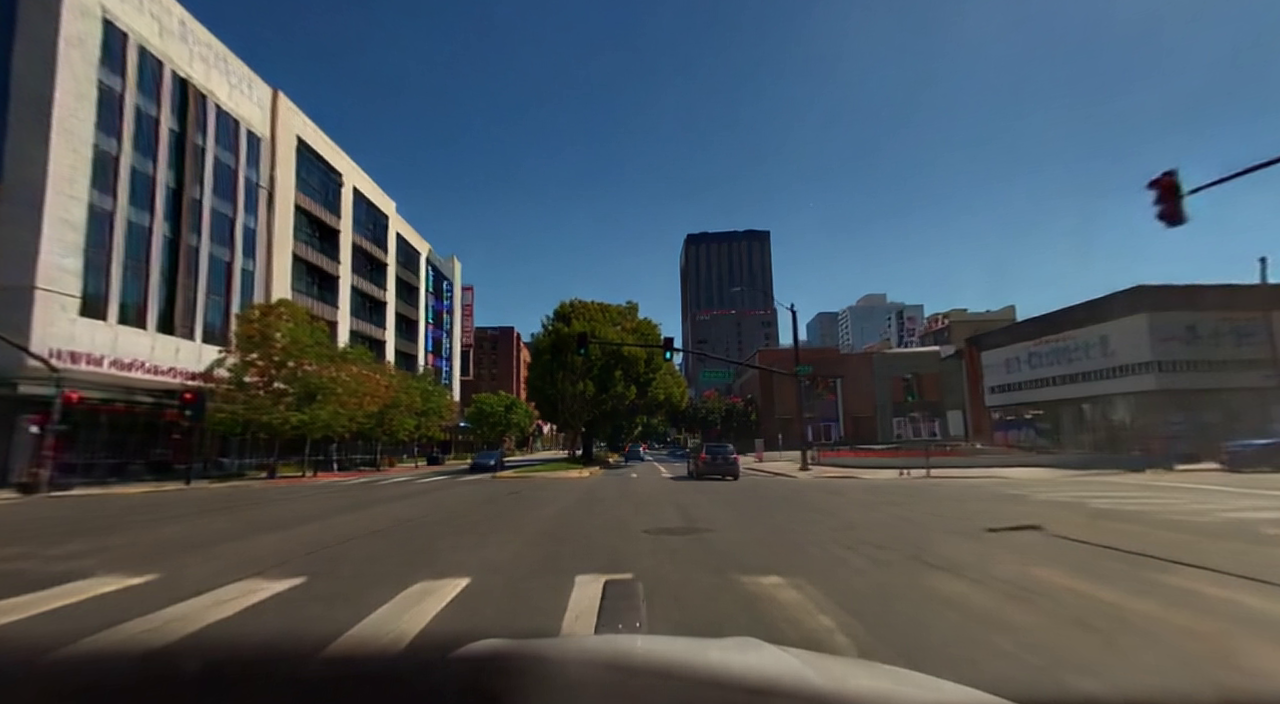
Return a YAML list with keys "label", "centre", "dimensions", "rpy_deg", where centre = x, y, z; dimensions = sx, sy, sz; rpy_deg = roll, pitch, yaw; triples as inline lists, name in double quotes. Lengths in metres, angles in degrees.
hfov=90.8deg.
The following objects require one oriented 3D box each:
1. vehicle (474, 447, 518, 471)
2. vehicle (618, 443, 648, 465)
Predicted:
- label: "vehicle"
  centre: [-9.052, 6.732, 40.010]
  dimensions: [1.777, 1.438, 4.190]
  rpy_deg: [0, -8, 0]
- label: "vehicle"
  centre: [-0.525, 7.180, 44.632]
  dimensions: [2.045, 1.510, 3.690]
  rpy_deg: [0, -8, -1]
